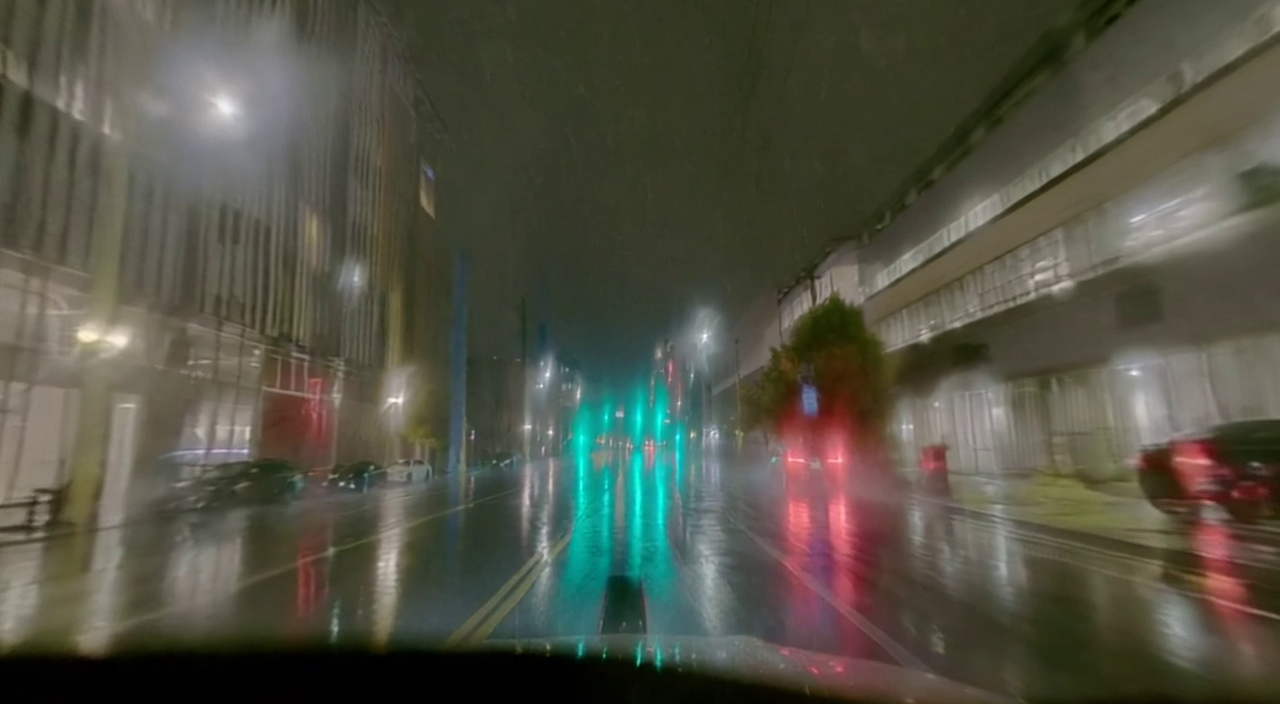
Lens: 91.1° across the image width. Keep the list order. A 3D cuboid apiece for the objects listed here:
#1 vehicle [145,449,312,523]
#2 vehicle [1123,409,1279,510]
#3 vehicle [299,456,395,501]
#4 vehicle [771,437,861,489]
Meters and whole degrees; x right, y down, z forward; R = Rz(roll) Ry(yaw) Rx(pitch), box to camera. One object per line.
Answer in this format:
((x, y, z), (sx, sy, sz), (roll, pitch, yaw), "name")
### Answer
((-11.920, 3.853, 18.650), (1.979, 1.759, 4.435), (-4, -9, 0), "vehicle")
((12.750, 2.049, 12.239), (4.823, 1.763, 2.161), (0, -8, 0), "vehicle")
((-11.815, 5.078, 25.702), (1.876, 1.502, 4.506), (-3, -9, -1), "vehicle")
((6.721, 4.274, 24.663), (2.078, 1.766, 5.474), (-1, -8, 1), "vehicle")
